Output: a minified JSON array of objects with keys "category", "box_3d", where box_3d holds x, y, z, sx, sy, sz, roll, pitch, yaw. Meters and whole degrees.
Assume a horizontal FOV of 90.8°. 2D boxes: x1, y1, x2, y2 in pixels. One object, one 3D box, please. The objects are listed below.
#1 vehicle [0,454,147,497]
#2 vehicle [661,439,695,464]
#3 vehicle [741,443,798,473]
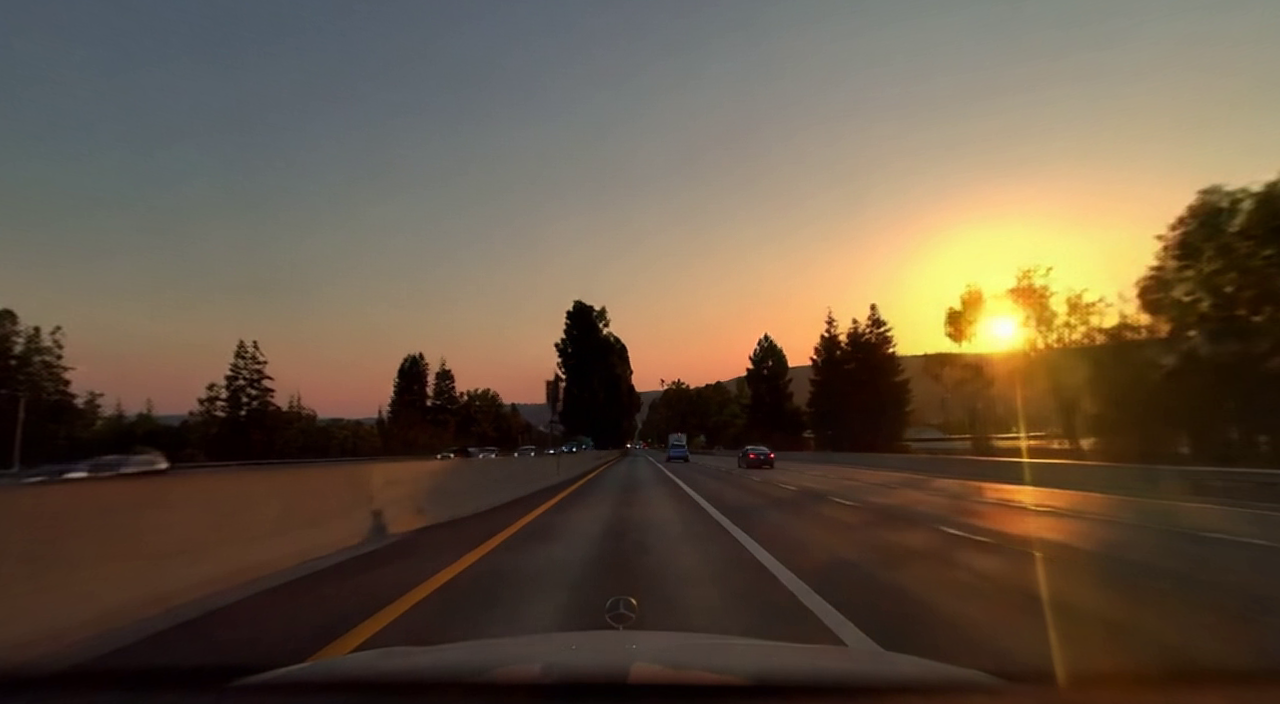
[{"category":"vehicle","box_3d":[-22.389,4.821,25.109,1.825,1.465,4.645,0,-9,0]},{"category":"vehicle","box_3d":[2.869,7.664,48.601,2.258,1.824,4.908,0,-9,-1]},{"category":"vehicle","box_3d":[6.744,5.546,33.300,2.009,1.456,4.097,0,-9,-1]}]
